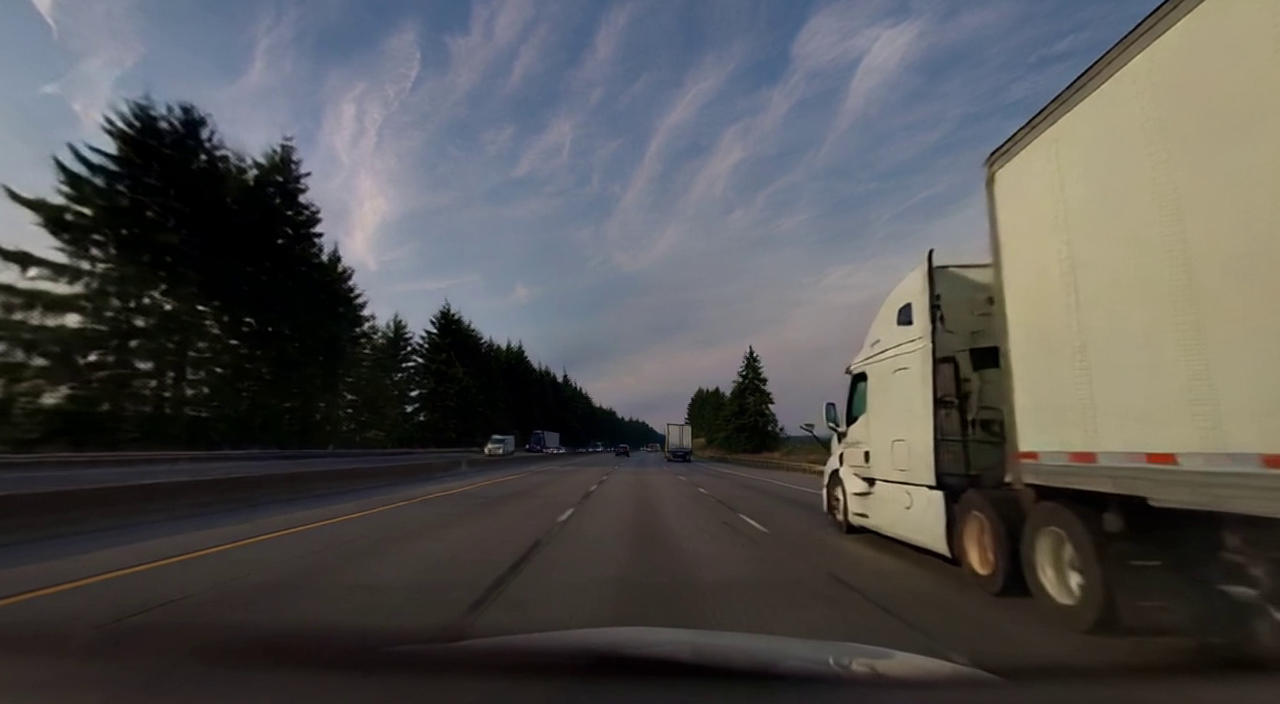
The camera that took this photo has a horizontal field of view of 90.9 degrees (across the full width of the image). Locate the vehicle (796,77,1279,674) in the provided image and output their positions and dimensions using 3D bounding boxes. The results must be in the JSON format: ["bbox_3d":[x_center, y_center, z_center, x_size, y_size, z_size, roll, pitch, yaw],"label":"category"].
[{"bbox_3d":[4.066,0.468,7.020,3.034,3.898,5.902,0,-9,0],"label":"vehicle"}]
